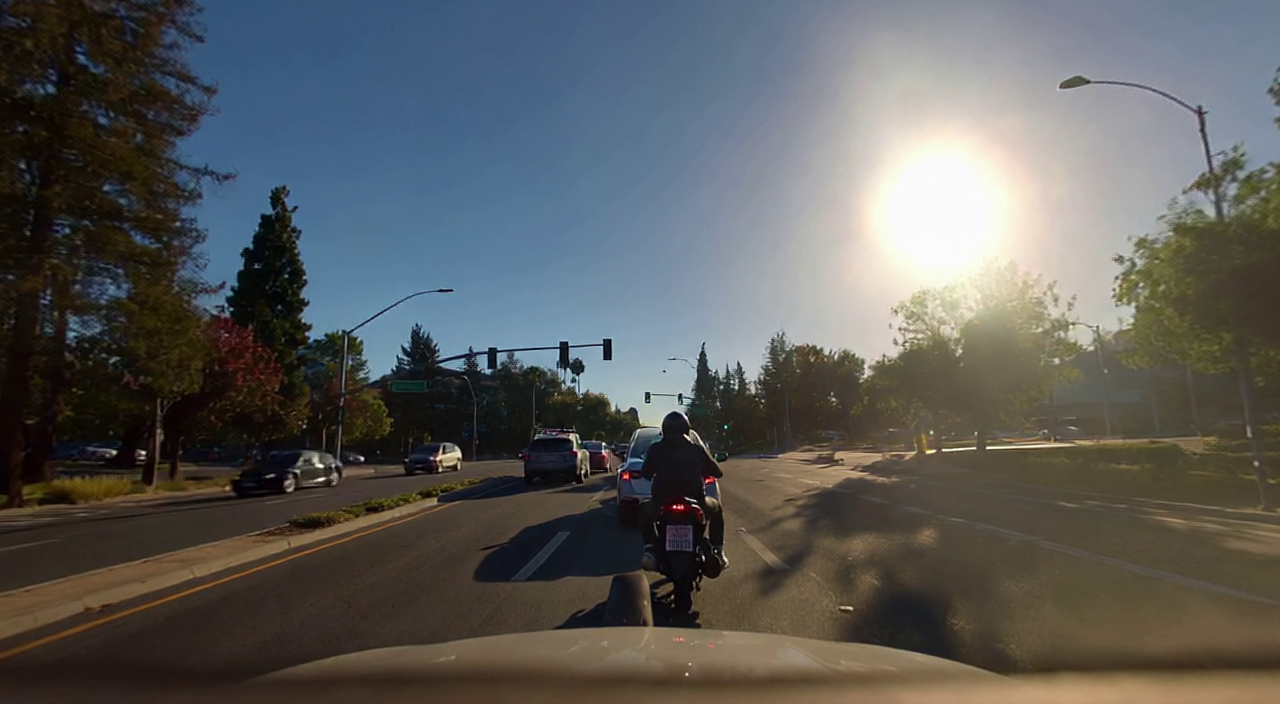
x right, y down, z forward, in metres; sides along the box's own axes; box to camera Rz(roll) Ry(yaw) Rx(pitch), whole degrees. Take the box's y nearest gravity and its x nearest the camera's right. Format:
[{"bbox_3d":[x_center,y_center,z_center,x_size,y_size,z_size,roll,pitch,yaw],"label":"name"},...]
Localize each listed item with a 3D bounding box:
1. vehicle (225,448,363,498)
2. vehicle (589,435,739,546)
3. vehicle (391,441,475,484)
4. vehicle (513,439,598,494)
[{"bbox_3d":[-11.263,3.925,20.982,1.936,1.425,4.630,-1,-8,0],"label":"vehicle"},{"bbox_3d":[0.339,2.193,10.807,2.009,1.450,4.608,-1,-8,1],"label":"vehicle"},{"bbox_3d":[-7.779,4.148,24.080,1.735,1.480,4.137,-1,-8,1],"label":"vehicle"},{"bbox_3d":[-2.505,3.499,19.654,1.979,1.499,3.840,-1,-8,2],"label":"vehicle"}]
